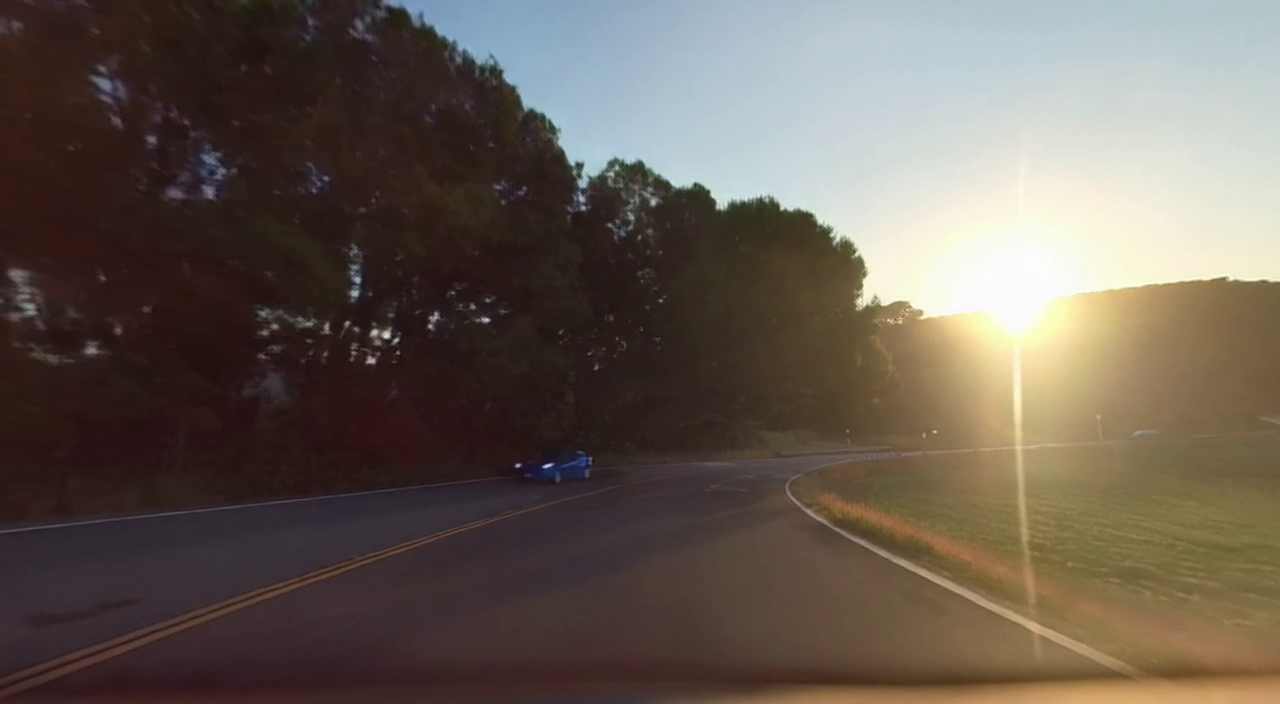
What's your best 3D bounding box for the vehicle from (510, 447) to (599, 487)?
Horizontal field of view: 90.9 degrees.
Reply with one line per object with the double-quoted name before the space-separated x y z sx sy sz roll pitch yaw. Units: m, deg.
"vehicle" -3.488 4.826 26.874 2.111 1.509 4.823 -2 -9 14
